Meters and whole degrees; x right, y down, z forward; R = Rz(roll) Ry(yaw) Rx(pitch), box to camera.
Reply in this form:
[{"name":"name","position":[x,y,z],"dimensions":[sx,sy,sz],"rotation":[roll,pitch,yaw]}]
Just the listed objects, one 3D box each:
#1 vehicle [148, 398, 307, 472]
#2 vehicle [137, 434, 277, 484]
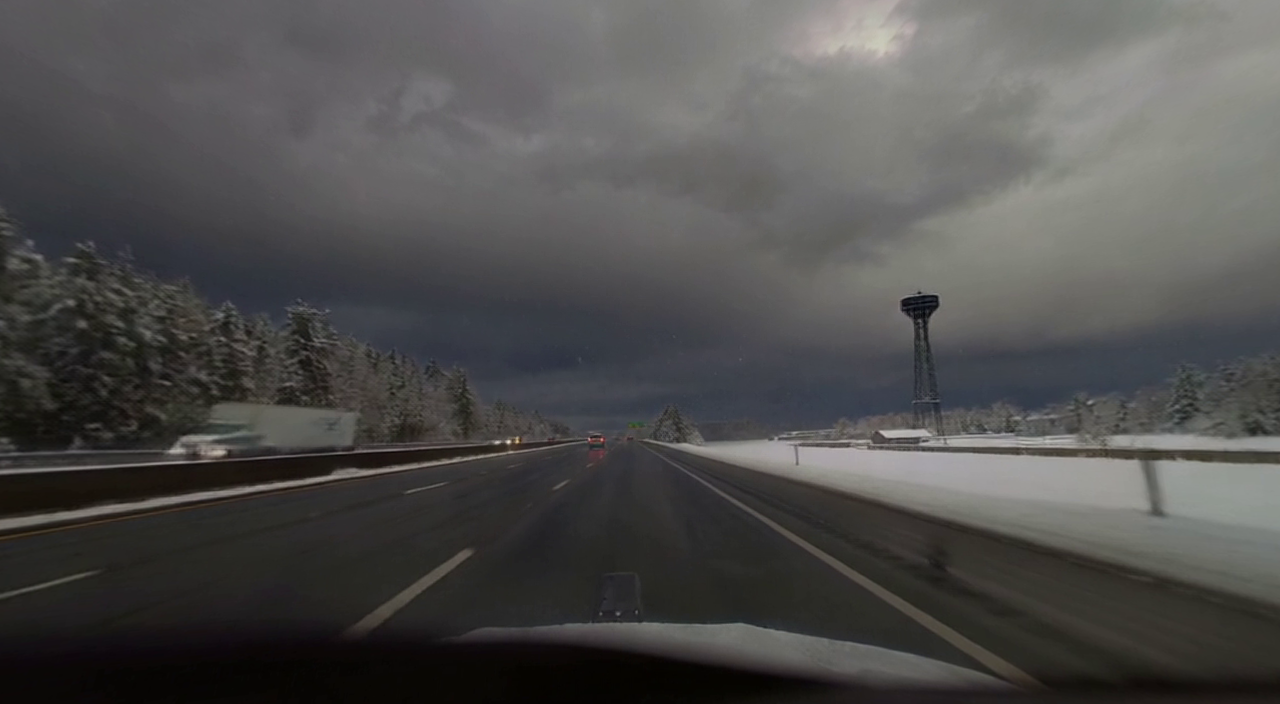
[{"name":"vehicle","position":[-25.281,5.212,39.582],"dimensions":[2.997,4.015,10.450],"rotation":[0,-8,-1]},{"name":"vehicle","position":[-16.790,4.137,24.785],"dimensions":[2.164,1.749,4.744],"rotation":[0,-8,-1]}]
